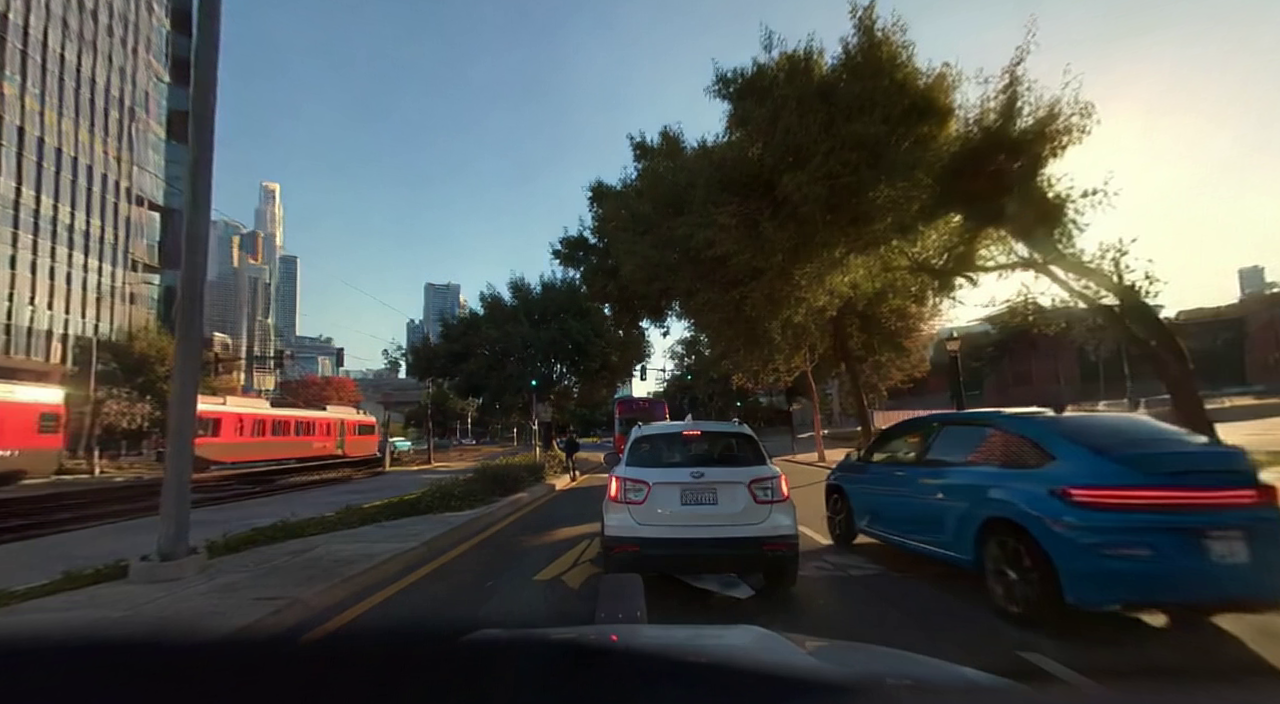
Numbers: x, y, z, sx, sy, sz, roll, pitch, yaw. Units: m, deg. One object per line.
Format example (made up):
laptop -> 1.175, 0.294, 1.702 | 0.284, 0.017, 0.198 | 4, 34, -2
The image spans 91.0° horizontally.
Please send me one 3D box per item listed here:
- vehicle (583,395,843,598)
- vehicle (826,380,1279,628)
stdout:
vehicle -> 0.505, 1.515, 7.405 | 2.190, 1.684, 4.084 | 0, -9, -3
vehicle -> 3.868, 1.400, 6.782 | 2.212, 1.709, 4.715 | 0, -9, -1
